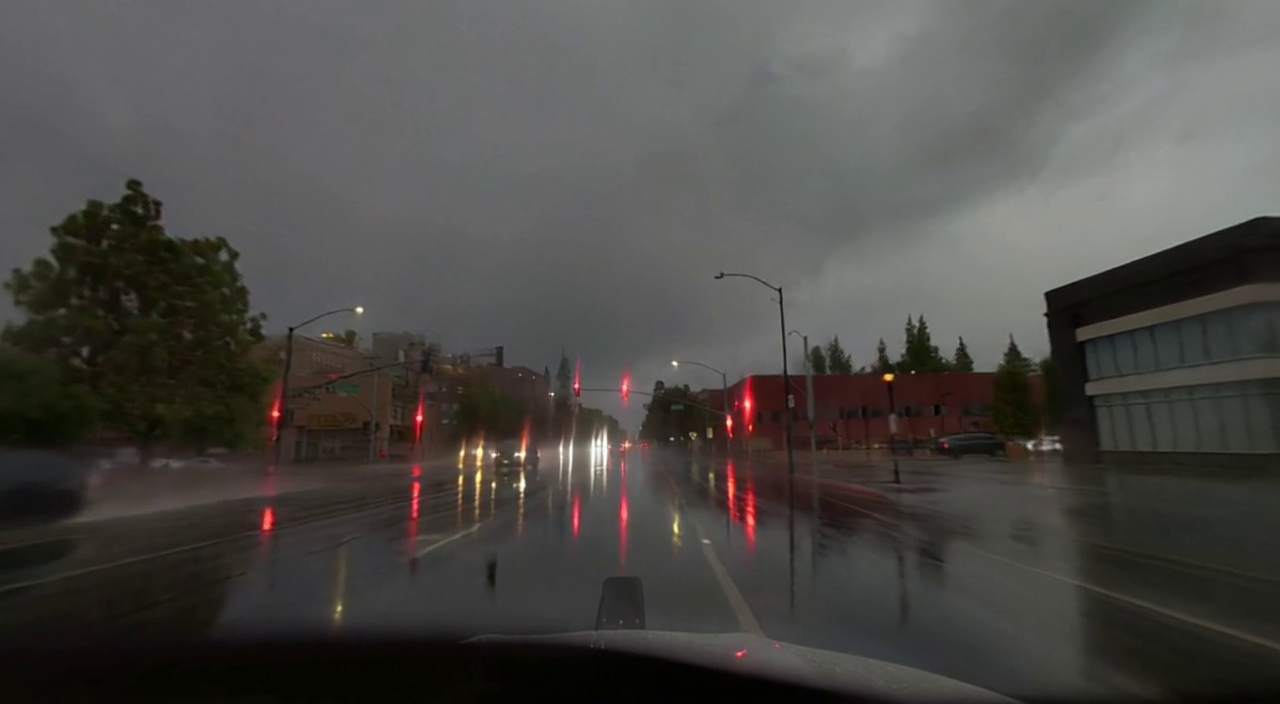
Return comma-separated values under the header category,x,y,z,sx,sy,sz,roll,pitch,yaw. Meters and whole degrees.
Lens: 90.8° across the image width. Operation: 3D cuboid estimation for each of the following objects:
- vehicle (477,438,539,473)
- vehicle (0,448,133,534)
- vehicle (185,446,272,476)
category,x,y,z,sx,sy,sz,roll,pitch,yaw
vehicle,-7.019,5.548,34.116,2.262,1.708,4.466,-1,-9,2
vehicle,-11.914,2.459,11.286,1.987,1.445,4.482,0,-9,0
vehicle,-31.069,8.228,47.831,4.957,1.928,2.203,-2,-8,-5
